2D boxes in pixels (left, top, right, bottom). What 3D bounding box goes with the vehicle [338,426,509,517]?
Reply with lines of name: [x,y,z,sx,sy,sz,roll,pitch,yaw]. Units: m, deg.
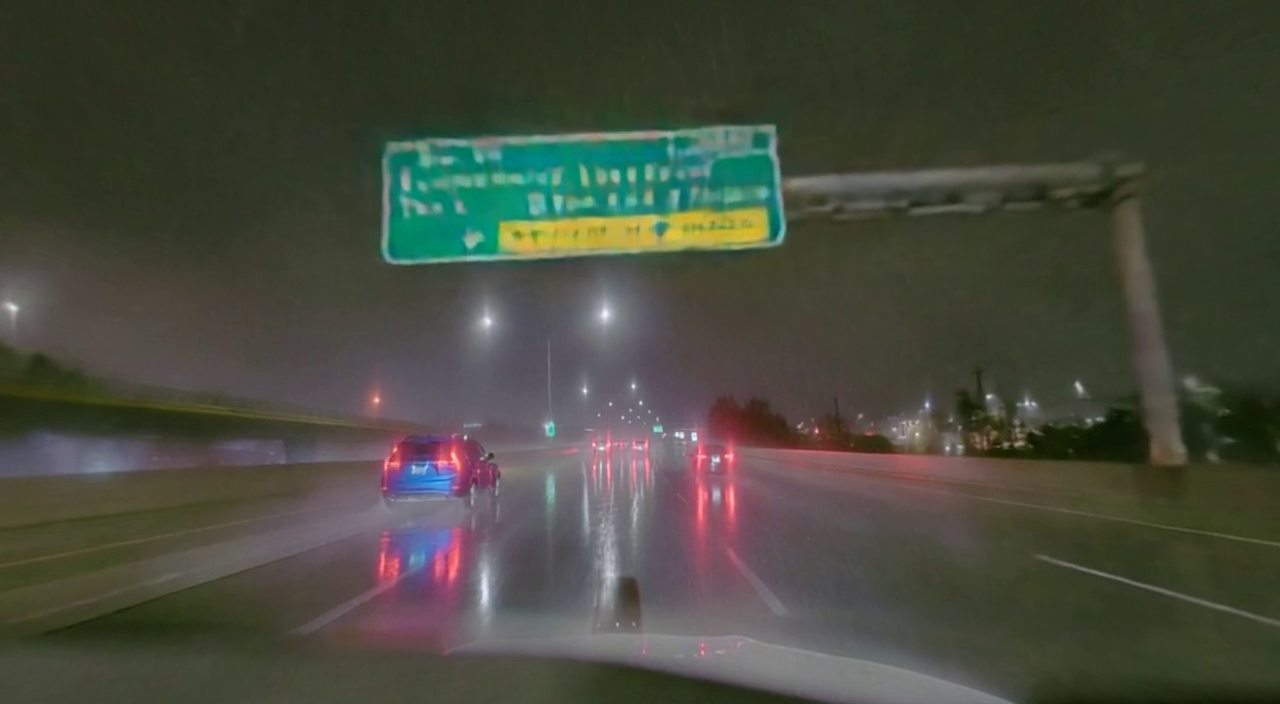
vehicle: [-4.401,2.495,13.666,2.193,1.641,4.077,0,-8,0]

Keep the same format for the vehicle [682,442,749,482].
vehicle: [2.897,4.324,25.192,2.083,1.453,4.307,0,-8,-1]
